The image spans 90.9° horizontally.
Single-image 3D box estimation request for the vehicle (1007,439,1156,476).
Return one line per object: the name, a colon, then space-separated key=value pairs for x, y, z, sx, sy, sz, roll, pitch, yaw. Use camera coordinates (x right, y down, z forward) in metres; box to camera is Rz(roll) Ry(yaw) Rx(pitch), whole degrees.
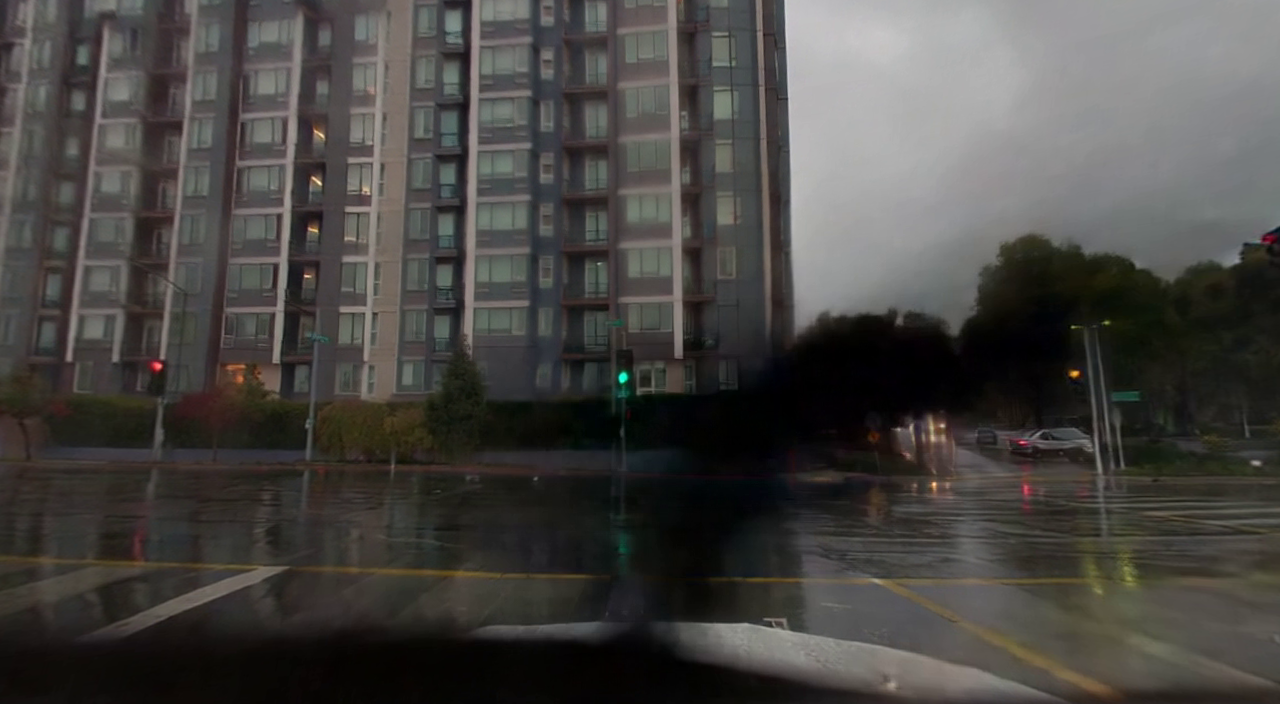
vehicle: x=18.572 y=4.460 z=26.695 sx=4.823 sy=1.458 sz=1.914 roll=0 pitch=-9 yaw=-1
